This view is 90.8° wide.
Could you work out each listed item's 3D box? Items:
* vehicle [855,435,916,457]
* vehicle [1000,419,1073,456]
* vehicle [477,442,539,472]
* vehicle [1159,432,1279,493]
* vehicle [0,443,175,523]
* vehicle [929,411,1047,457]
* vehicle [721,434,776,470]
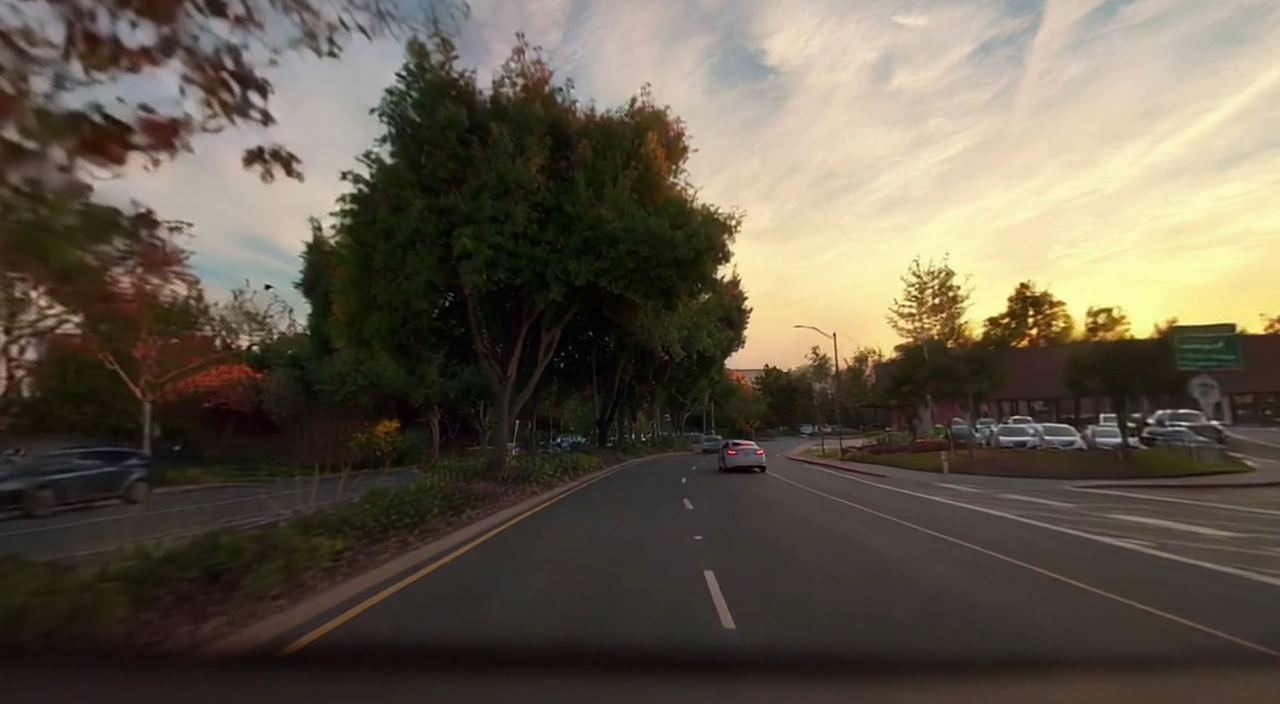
[{"bbox_3d":[16.786,6.444,43.217,3.655,1.464,1.759,-5,-10,28],"label":"vehicle"},{"bbox_3d":[21.847,4.764,35.037,2.406,1.847,5.320,-4,-9,22],"label":"vehicle"},{"bbox_3d":[-7.023,5.626,34.114,1.961,1.468,4.396,-1,-8,7],"label":"vehicle"},{"bbox_3d":[17.572,3.033,17.500,4.512,1.561,1.846,-7,-10,28],"label":"vehicle"},{"bbox_3d":[-14.316,3.212,16.013,1.778,1.647,4.072,-4,-8,5],"label":"vehicle"},{"bbox_3d":[22.141,5.300,40.487,6.303,2.740,2.215,-5,-9,28],"label":"vehicle"},{"bbox_3d":[4.775,4.494,28.539,2.132,1.497,4.827,-1,-8,6],"label":"vehicle"}]
